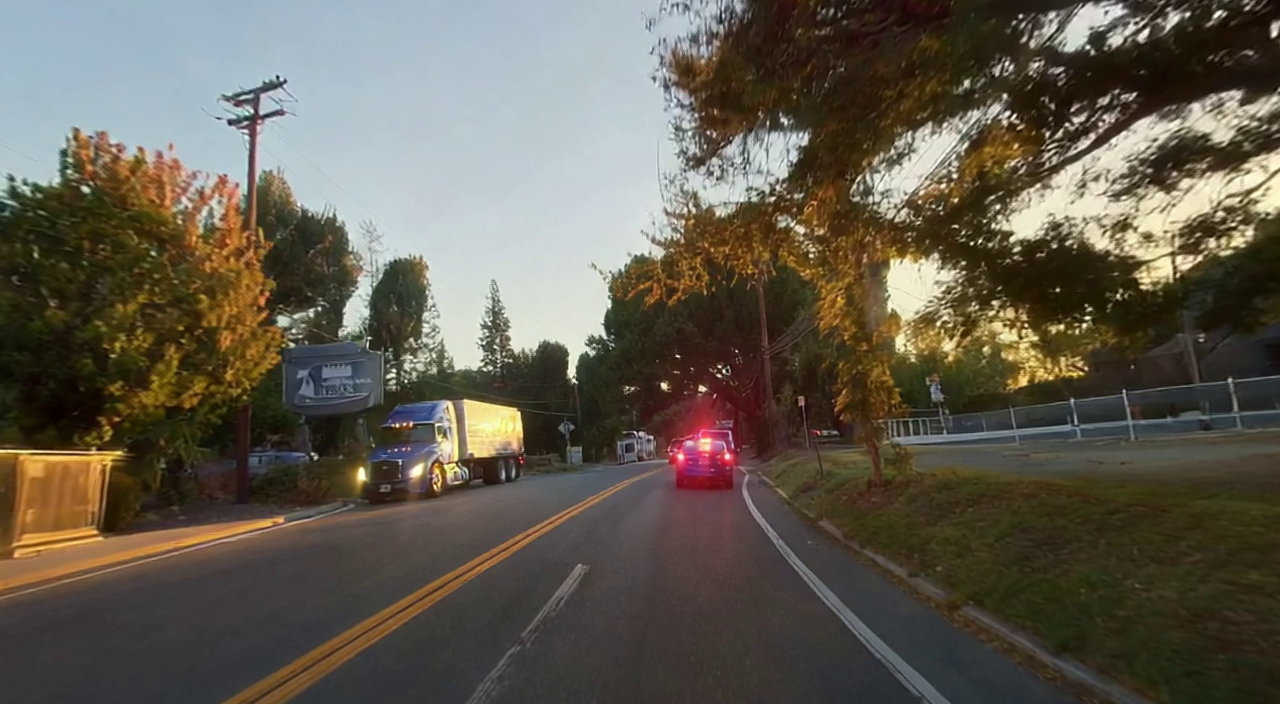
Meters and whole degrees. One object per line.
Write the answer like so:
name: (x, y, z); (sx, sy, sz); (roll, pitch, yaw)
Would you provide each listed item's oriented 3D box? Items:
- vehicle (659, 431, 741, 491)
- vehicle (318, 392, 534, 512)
vehicle: (1.780, 3.052, 17.936); (2.081, 1.503, 3.726); (-1, -9, 8)
vehicle: (-6.868, 3.204, 21.840); (3.395, 3.071, 7.634); (-8, -6, 12)
